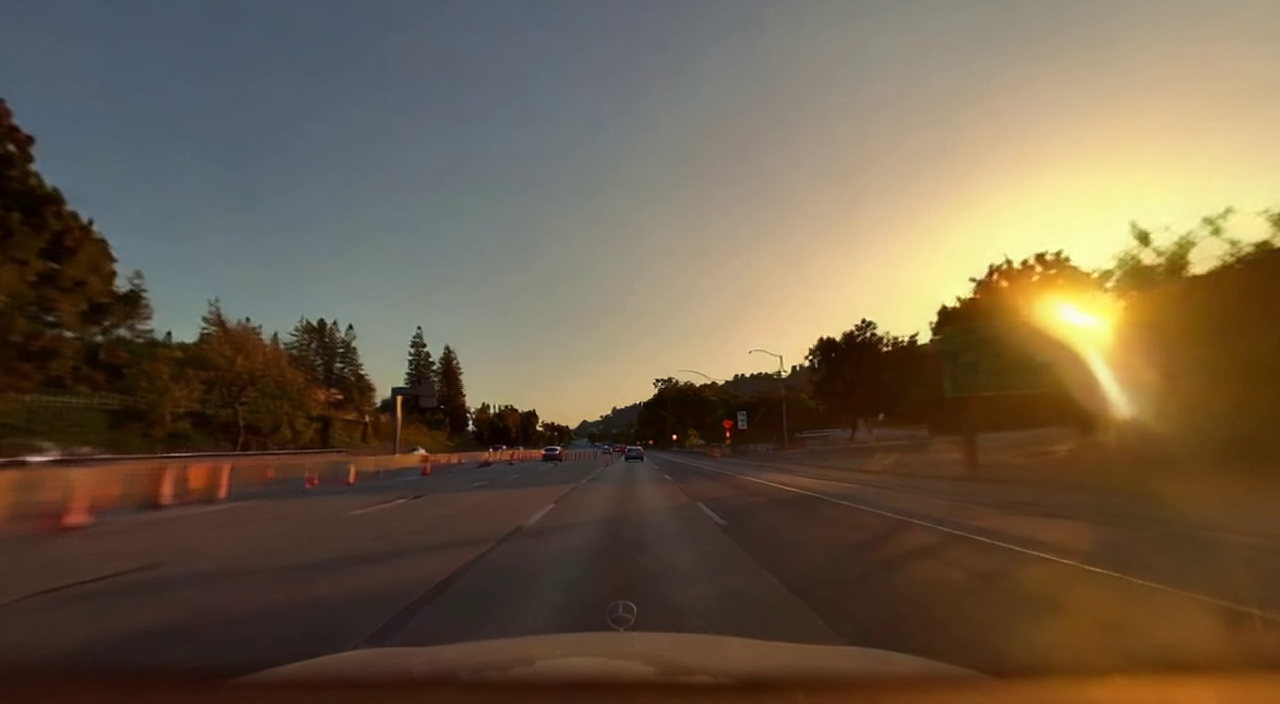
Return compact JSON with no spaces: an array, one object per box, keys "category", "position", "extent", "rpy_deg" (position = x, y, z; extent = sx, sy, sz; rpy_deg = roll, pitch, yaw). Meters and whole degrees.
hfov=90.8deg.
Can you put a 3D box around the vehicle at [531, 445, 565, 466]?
[{"category":"vehicle","position":[-6.996,7.929,48.463],"extent":[1.997,1.507,4.248],"rpy_deg":[0,-9,0]}]

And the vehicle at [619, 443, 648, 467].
[{"category":"vehicle","position":[-0.485,7.615,46.885],"extent":[2.109,1.638,3.856],"rpy_deg":[0,-9,-1]}]
